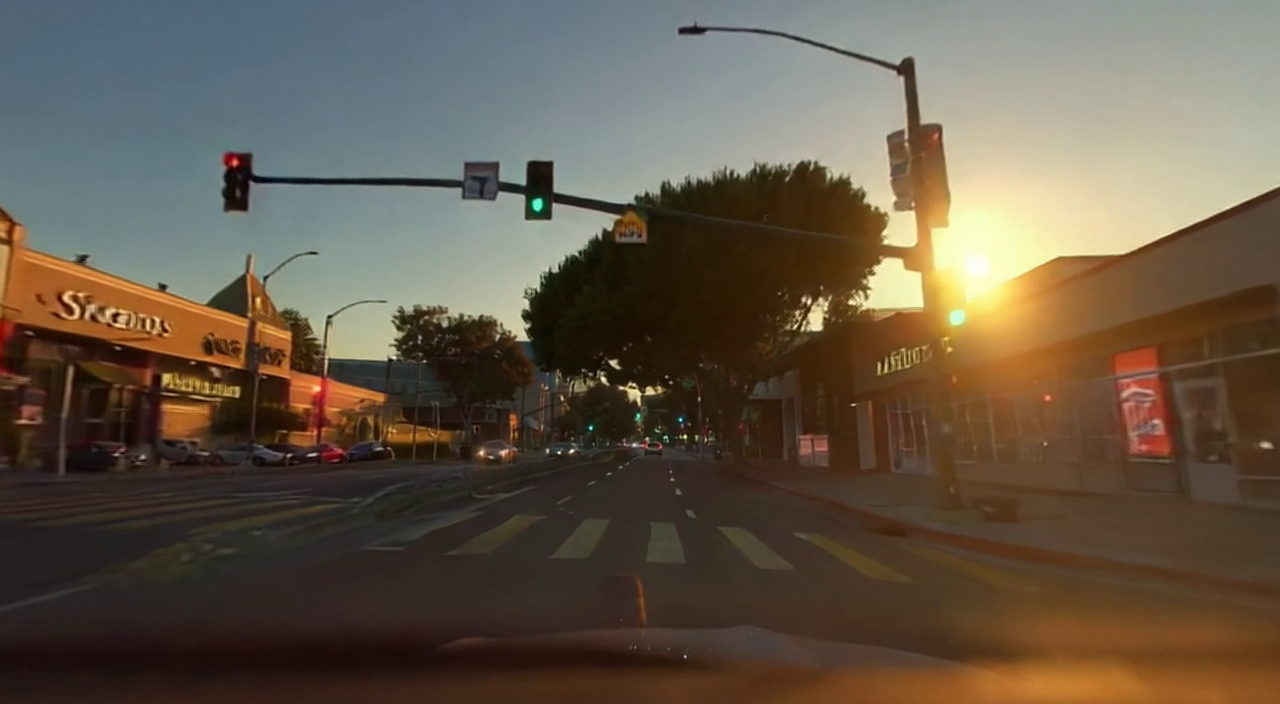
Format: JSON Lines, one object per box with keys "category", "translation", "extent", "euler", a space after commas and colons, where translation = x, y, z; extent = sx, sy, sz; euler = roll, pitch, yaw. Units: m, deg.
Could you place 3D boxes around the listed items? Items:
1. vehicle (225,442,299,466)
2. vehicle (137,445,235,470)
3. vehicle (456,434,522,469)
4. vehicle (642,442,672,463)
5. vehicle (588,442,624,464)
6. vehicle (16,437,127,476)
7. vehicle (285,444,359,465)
{"category": "vehicle", "translation": [-27.519, 7.398, 46.130], "extent": [1.969, 1.636, 4.136], "euler": [-5, -10, 29]}
{"category": "vehicle", "translation": [-27.815, 6.438, 38.873], "extent": [1.755, 1.445, 4.485], "euler": [-5, -10, 29]}
{"category": "vehicle", "translation": [-8.438, 5.642, 35.839], "extent": [2.281, 1.834, 4.736], "euler": [-1, -9, 3]}
{"category": "vehicle", "translation": [1.303, 7.732, 48.886], "extent": [2.168, 1.545, 4.047], "euler": [0, -8, 1]}
{"category": "vehicle", "translation": [-2.312, 7.076, 44.311], "extent": [1.962, 1.420, 4.021], "euler": [-1, -9, 5]}
{"category": "vehicle", "translation": [-28.322, 5.188, 31.550], "extent": [1.643, 1.755, 3.666], "euler": [-4, -9, 34]}
{"category": "vehicle", "translation": [-23.497, 7.595, 46.857], "extent": [1.985, 1.469, 4.428], "euler": [-5, -10, 29]}
